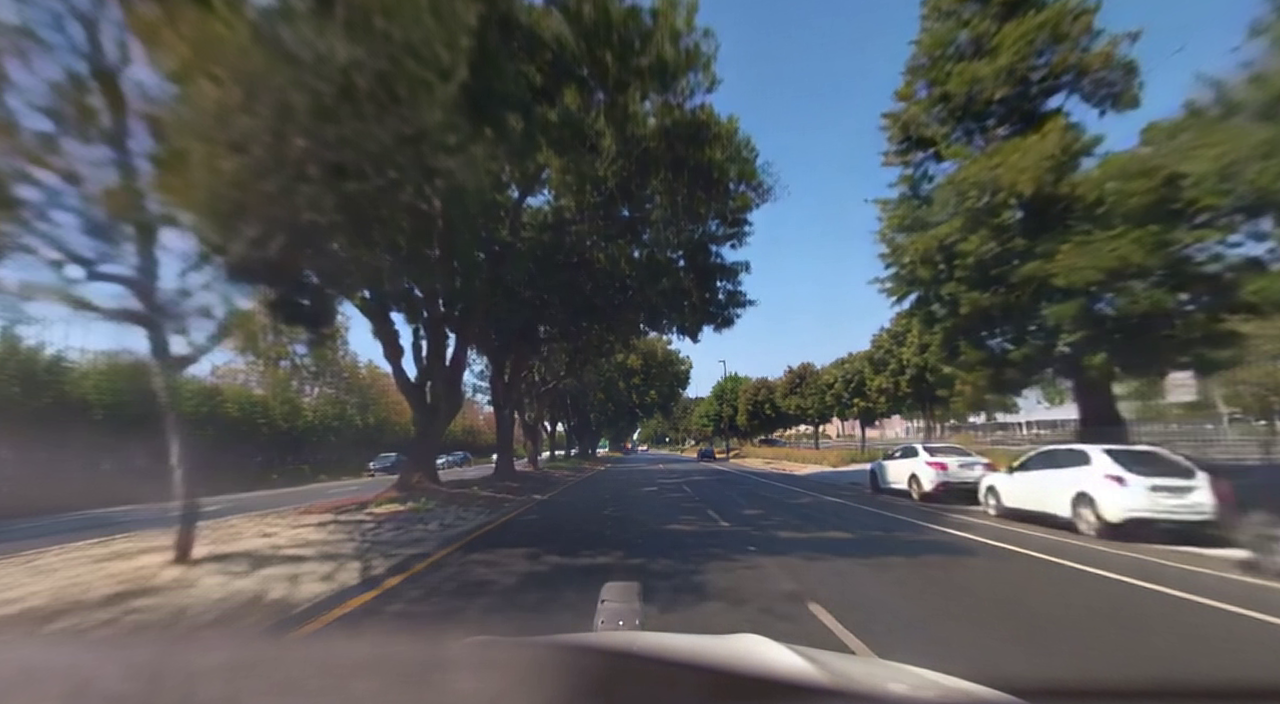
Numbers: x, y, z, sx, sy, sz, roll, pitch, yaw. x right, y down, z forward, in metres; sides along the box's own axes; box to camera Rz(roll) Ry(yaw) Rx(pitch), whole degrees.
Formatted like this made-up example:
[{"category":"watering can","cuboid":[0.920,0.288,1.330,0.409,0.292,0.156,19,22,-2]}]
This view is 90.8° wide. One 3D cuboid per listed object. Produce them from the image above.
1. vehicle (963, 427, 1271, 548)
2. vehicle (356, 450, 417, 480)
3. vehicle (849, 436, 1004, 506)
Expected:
[{"category":"vehicle","cuboid":[7.445,2.119,10.554,1.773,1.575,4.168,0,-8,-2]},{"category":"vehicle","cuboid":[-17.781,7.910,44.656,1.999,1.875,5.842,-1,-8,-1]},{"category":"vehicle","cuboid":[7.243,3.028,16.594,1.838,1.554,4.607,0,-8,-1]}]
